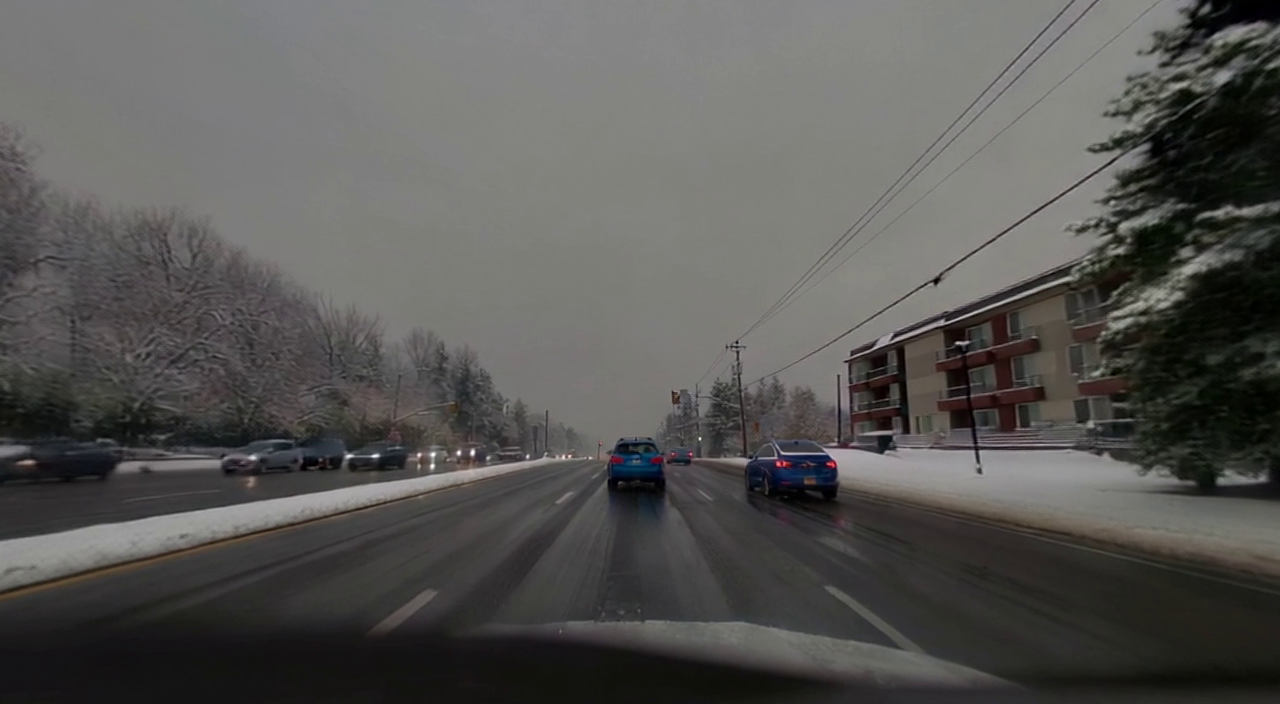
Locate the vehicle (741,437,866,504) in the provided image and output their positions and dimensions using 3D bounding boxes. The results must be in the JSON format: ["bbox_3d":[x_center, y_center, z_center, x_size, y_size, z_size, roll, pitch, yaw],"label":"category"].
[{"bbox_3d":[4.165,3.094,16.963,2.086,1.534,4.351,0,-8,-1],"label":"vehicle"}]

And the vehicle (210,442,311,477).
[{"bbox_3d":[-17.330,4.899,29.131,1.873,1.459,4.447,0,-8,0],"label":"vehicle"}]

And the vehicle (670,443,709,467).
[{"bbox_3d":[3.198,6.757,41.503,2.054,1.461,4.321,0,-8,-2],"label":"vehicle"}]

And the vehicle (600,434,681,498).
[{"bbox_3d":[-0.043,3.230,18.253,2.073,1.606,3.933,0,-8,-1],"label":"vehicle"}]

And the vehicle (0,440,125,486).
[{"bbox_3d":[-21.652,4.015,23.158,1.821,1.485,4.393,0,-8,1],"label":"vehicle"}]

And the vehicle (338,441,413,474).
[{"bbox_3d":[-13.647,5.478,32.929,1.981,1.572,4.575,0,-8,0],"label":"vehicle"}]
